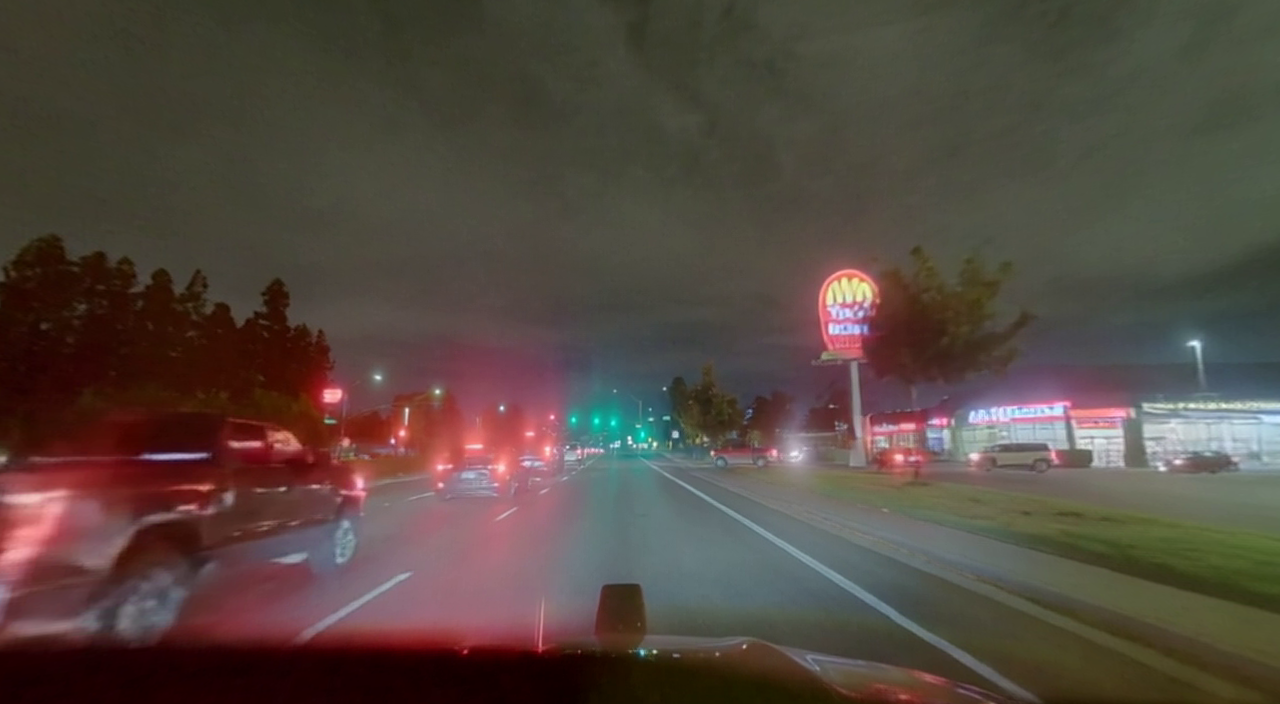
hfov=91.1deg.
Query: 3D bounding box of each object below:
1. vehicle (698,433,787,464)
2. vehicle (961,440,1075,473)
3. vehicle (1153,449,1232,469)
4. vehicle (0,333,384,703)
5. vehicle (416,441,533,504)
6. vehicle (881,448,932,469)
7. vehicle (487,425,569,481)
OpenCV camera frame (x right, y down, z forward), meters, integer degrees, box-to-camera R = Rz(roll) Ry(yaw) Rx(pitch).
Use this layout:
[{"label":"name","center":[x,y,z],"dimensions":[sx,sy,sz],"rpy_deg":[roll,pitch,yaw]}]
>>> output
[{"label":"vehicle","center":[5.901,5.662,36.692],"dimensions":[4.813,1.622,2.110],"rpy_deg":[-2,-11,3]},{"label":"vehicle","center":[21.789,6.041,36.405],"dimensions":[5.120,1.817,2.154],"rpy_deg":[-1,-8,8]},{"label":"vehicle","center":[41.385,8.033,47.147],"dimensions":[1.904,1.443,4.535],"rpy_deg":[0,-9,2]},{"label":"vehicle","center":[-4.145,1.163,4.957],"dimensions":[2.222,1.899,5.006],"rpy_deg":[0,-8,-1]},{"label":"vehicle","center":[-4.155,3.082,16.606],"dimensions":[2.113,1.446,4.309],"rpy_deg":[0,-8,-3]},{"label":"vehicle","center":[19.383,7.751,45.848],"dimensions":[1.646,1.418,3.910],"rpy_deg":[1,-8,-6]},{"label":"vehicle","center":[-4.712,4.372,27.501],"dimensions":[2.664,2.122,6.124],"rpy_deg":[0,-8,-2]}]
